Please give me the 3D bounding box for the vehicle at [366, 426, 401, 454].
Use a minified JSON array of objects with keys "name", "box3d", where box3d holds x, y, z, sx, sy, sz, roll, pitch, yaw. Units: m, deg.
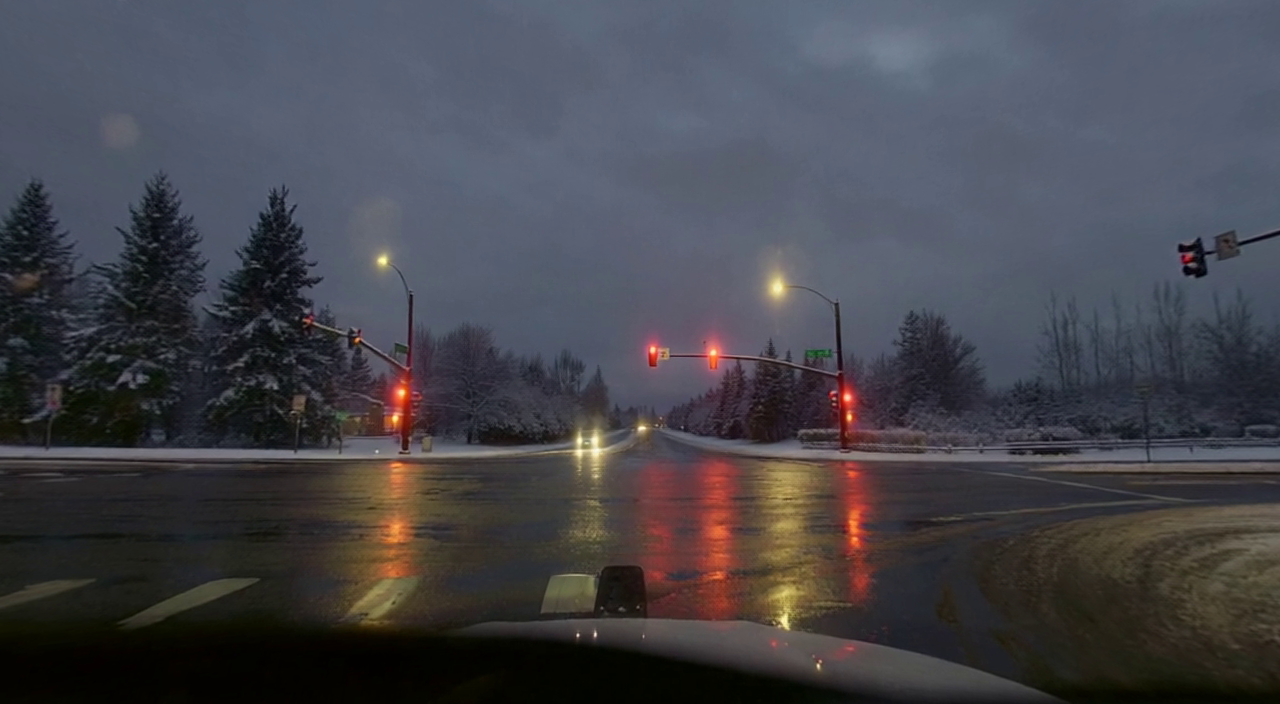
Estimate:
[{"name":"vehicle","box3d":[-20.005,6.854,48.889,1.873,2.079,2.879,5,-10,-33]}]
